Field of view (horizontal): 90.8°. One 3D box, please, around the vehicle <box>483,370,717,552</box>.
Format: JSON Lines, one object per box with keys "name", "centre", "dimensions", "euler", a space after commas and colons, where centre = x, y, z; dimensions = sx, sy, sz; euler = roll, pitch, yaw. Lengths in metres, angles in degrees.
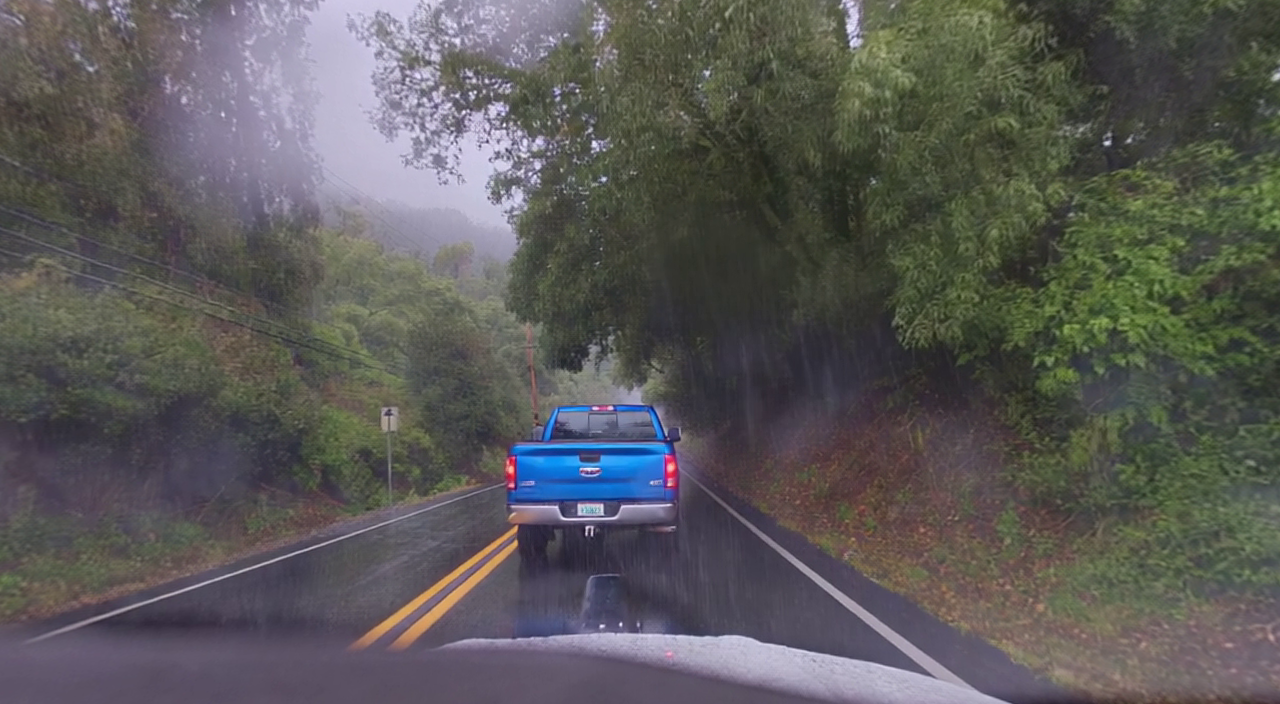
{"name": "vehicle", "centre": [-0.528, 1.762, 10.747], "dimensions": [2.837, 2.223, 5.885], "euler": [0, -8, -1]}
